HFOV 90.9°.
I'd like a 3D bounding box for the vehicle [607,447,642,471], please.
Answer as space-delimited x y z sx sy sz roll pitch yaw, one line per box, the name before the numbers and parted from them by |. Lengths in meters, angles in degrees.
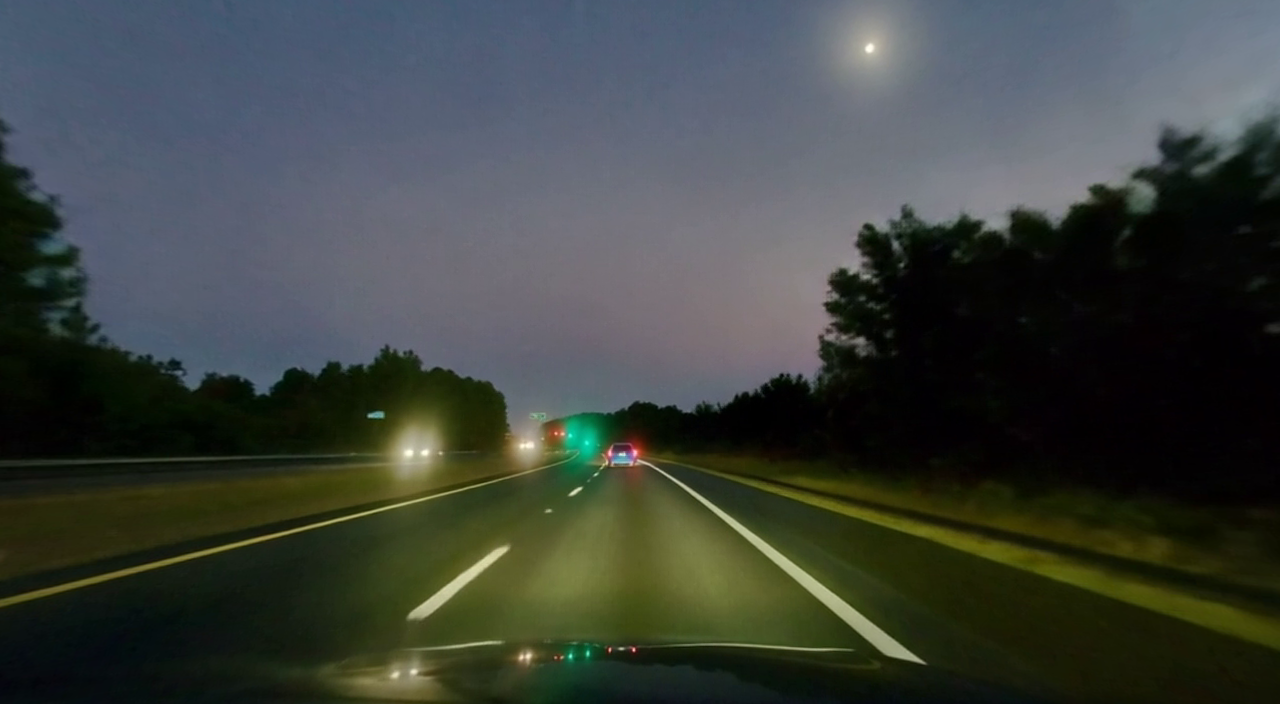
vehicle | -0.997 6.853 40.514 2.126 1.411 4.433 0 -9 -1
